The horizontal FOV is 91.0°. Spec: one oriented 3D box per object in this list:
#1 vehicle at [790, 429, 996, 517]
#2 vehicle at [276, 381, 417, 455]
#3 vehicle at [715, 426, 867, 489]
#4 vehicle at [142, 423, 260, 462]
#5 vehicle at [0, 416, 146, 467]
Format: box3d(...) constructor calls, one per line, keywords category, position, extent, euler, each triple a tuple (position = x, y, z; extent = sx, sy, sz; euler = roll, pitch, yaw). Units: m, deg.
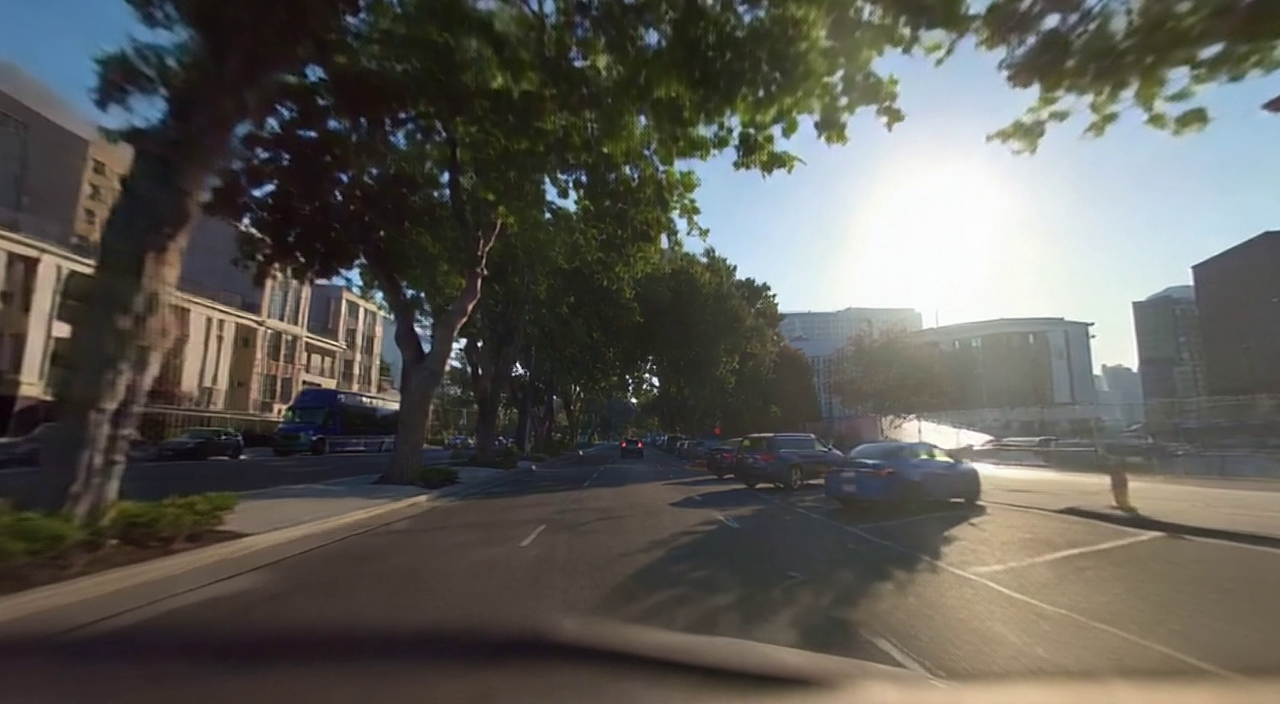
box3d(category="vehicle", position=(5.063, 2.265, 12.384), extent=(4.275, 1.428, 1.774), euler=(6, -10, -38))
box3d(category="vehicle", position=(-19.101, 4.742, 42.688), extent=(3.054, 4.140, 14.110), euler=(-1, -8, -1))
box3d(category="vehicle", position=(4.611, 3.099, 18.946), extent=(4.585, 1.660, 1.969), euler=(6, -10, -37))
box3d(category="vehicle", position=(-18.770, 3.915, 27.211), extent=(1.909, 1.518, 4.459), euler=(-1, -8, 0))
box3d(category="vehicle", position=(-19.018, 3.011, 21.189), extent=(1.792, 1.554, 3.682), euler=(0, -8, -2))
